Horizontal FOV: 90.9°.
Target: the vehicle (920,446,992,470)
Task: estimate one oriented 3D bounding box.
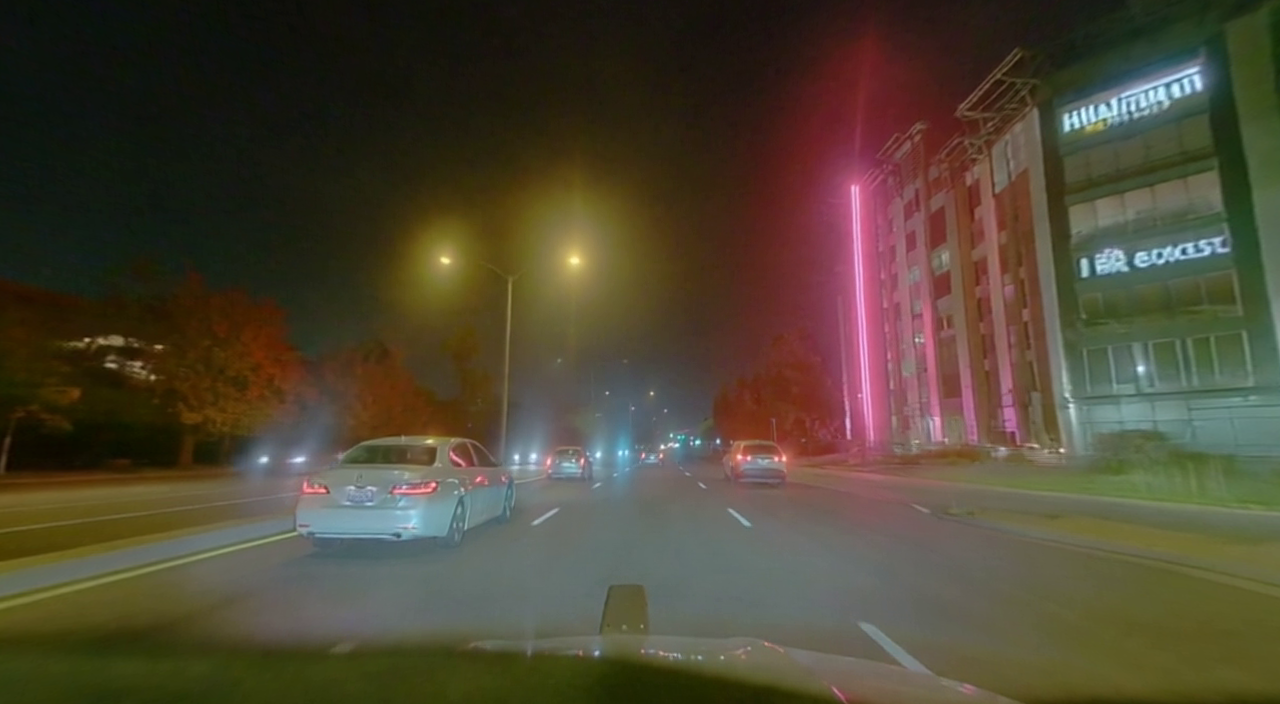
[{"bbox_3d":[18.589,6.232,37.121,3.368,1.389,1.595,1,-9,-9],"label":"vehicle"}]

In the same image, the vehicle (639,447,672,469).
[{"bbox_3d":[1.116,7.285,43.493,2.164,1.477,3.988,0,-9,2],"label":"vehicle"}]

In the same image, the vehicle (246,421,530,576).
[{"bbox_3d":[-2.972,1.844,8.739,2.118,1.568,4.436,0,-9,0],"label":"vehicle"}]

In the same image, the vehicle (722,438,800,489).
[{"bbox_3d":[4.346,4.073,23.294,2.103,1.699,4.171,0,-9,1],"label":"vehicle"}]

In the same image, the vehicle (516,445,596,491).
[{"bbox_3d":[-2.849,4.029,22.289,1.980,1.454,4.226,-1,-9,4],"label":"vehicle"}]
